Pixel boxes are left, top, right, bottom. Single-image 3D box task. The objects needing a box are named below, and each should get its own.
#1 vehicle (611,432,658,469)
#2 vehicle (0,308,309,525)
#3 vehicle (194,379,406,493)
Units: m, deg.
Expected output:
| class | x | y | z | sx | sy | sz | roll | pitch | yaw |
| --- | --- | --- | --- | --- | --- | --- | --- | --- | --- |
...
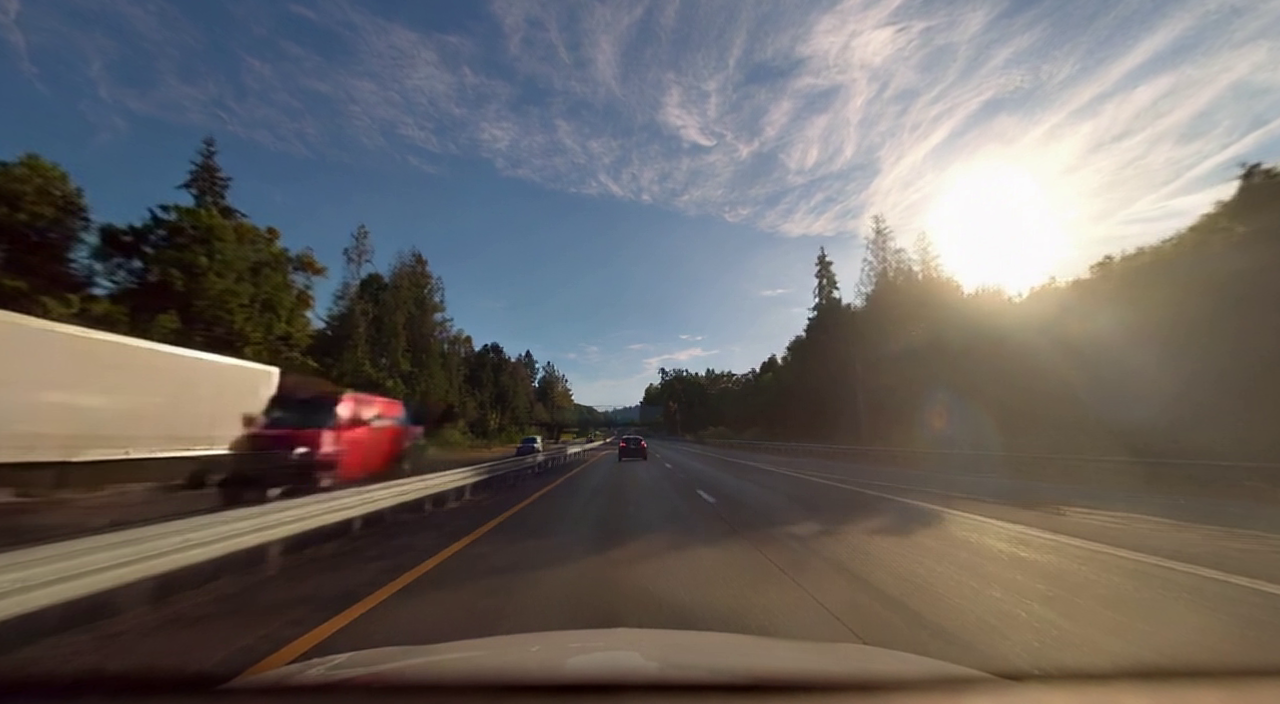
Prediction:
| class | x | y | z | sx | sy | sz | roll | pitch | yaw |
| --- | --- | --- | --- | --- | --- | --- | --- | --- | --- |
| vehicle | -0.261 | 4.224 | 27.305 | 1.897 | 1.479 | 3.724 | 0 | -8 | -2 |
| vehicle | -13.709 | 1.825 | 16.395 | 2.851 | 4.097 | 13.944 | 0 | -8 | -1 |
| vehicle | -9.337 | 2.447 | 18.414 | 2.242 | 2.681 | 7.197 | 0 | -8 | -1 |
